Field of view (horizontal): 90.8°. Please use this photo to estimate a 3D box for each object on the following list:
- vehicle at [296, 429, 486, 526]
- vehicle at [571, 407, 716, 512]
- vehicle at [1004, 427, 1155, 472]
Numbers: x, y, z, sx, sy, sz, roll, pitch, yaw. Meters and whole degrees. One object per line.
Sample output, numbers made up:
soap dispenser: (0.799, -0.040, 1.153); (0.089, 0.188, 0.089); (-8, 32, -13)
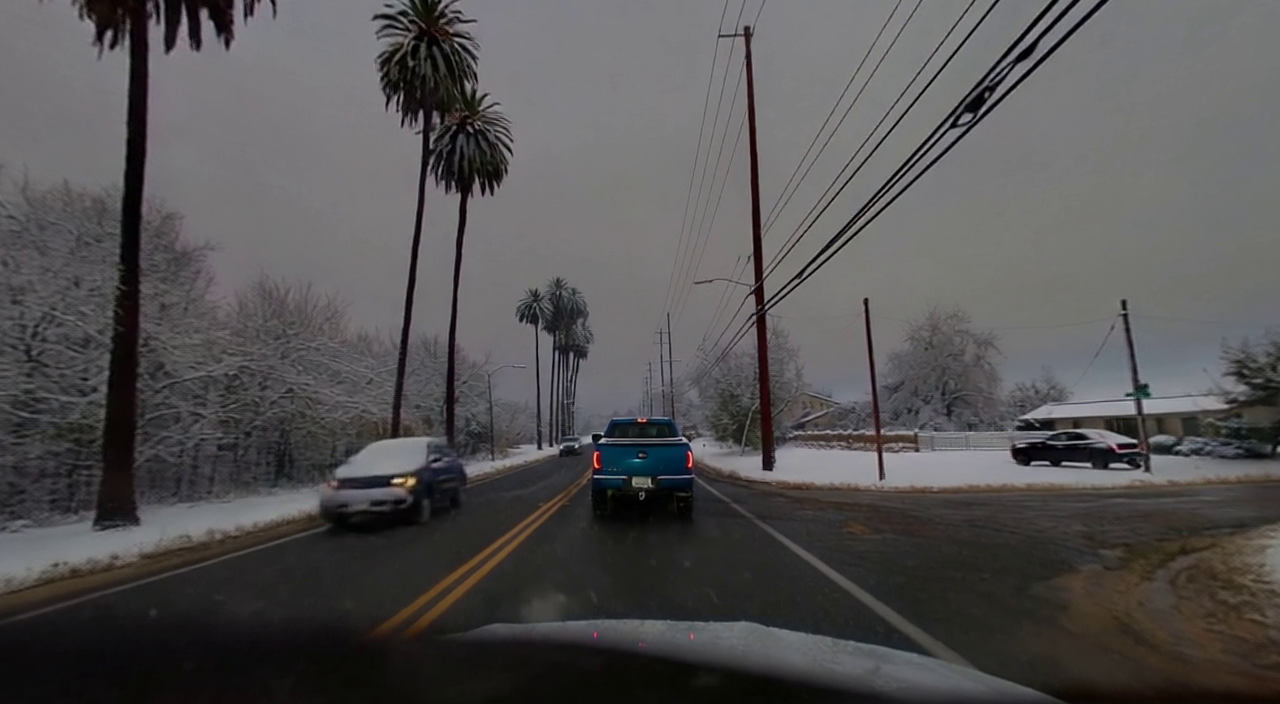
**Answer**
vehicle: (-4.779, 2.466, 13.014); (2.159, 1.627, 4.505); (0, -8, -1)
vehicle: (0.020, 2.557, 15.459); (2.848, 2.047, 5.885); (0, -8, -1)
vehicle: (20.326, 4.564, 29.720); (2.277, 1.836, 6.267); (0, -9, -4)
